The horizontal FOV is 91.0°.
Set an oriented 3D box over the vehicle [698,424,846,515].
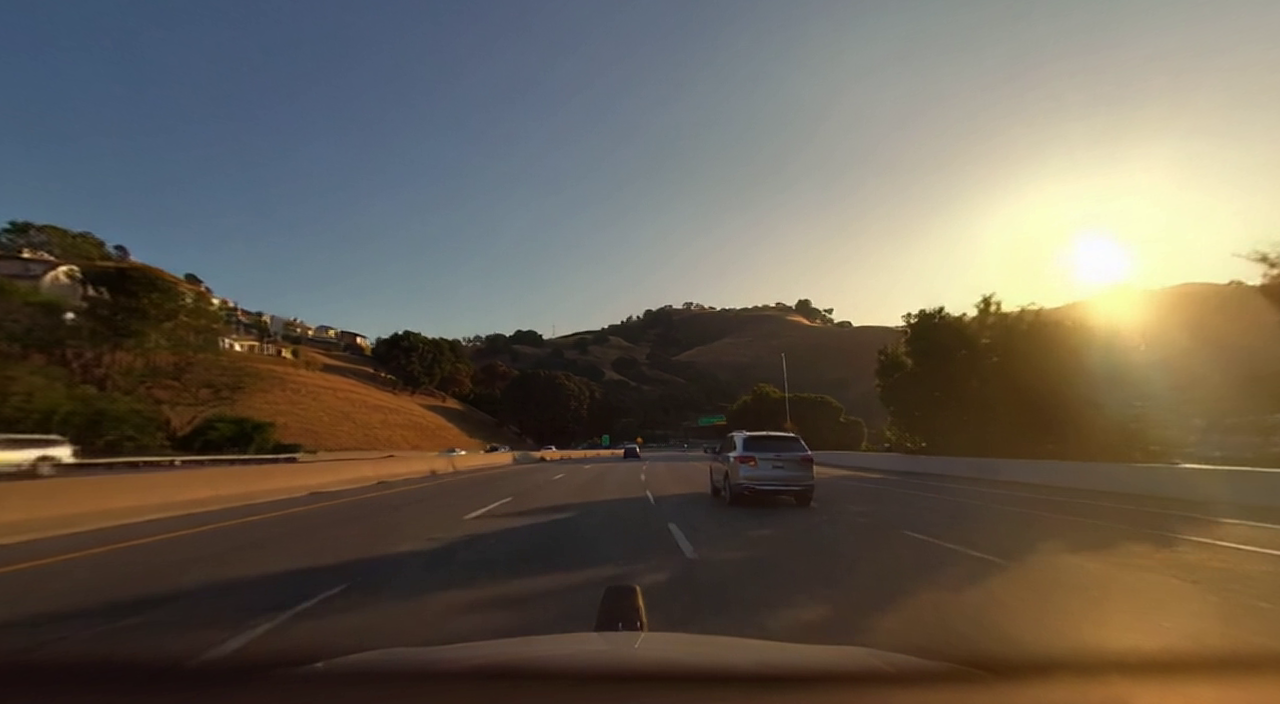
[{"bbox_3d":[2.832,2.673,14.799,2.318,1.766,4.587,0,-9,-2],"label":"vehicle"}]
